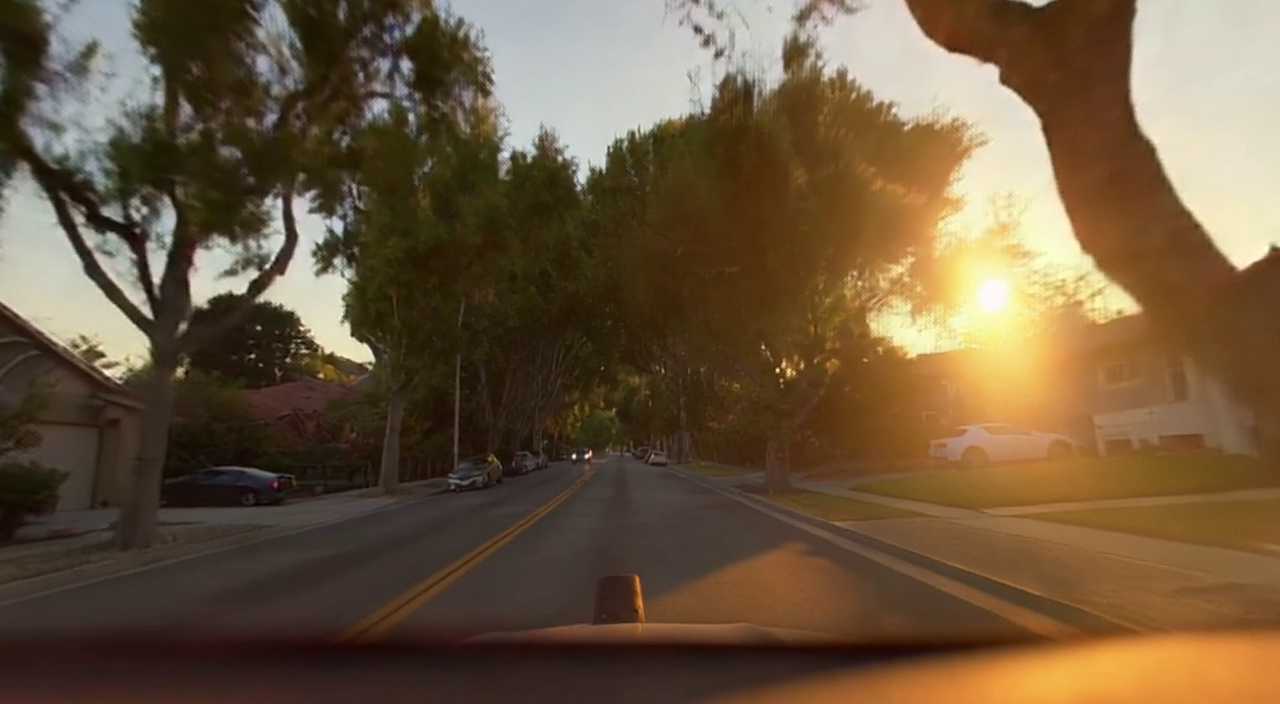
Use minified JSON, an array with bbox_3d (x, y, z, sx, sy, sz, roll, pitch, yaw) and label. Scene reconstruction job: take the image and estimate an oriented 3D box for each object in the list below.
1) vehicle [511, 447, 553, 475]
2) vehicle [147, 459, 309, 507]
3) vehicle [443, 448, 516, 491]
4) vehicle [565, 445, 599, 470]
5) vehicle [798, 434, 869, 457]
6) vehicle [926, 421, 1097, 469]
[{"bbox_3d":[-7.004,7.133,41.368,2.033,1.721,4.328,0,-9,-1],"label":"vehicle"},{"bbox_3d":[-14.045,4.434,21.640,4.487,1.464,1.889,-2,-10,11],"label":"vehicle"},{"bbox_3d":[-6.746,4.978,27.032,2.031,1.662,4.194,0,-9,0],"label":"vehicle"},{"bbox_3d":[-4.236,7.822,46.868,2.106,1.688,4.392,0,-9,-1],"label":"vehicle"},{"bbox_3d":[12.838,6.245,42.167,4.370,1.433,1.889,-2,-10,12],"label":"vehicle"},{"bbox_3d":[12.227,3.131,21.129,4.389,1.480,2.038,-1,-9,9],"label":"vehicle"}]
